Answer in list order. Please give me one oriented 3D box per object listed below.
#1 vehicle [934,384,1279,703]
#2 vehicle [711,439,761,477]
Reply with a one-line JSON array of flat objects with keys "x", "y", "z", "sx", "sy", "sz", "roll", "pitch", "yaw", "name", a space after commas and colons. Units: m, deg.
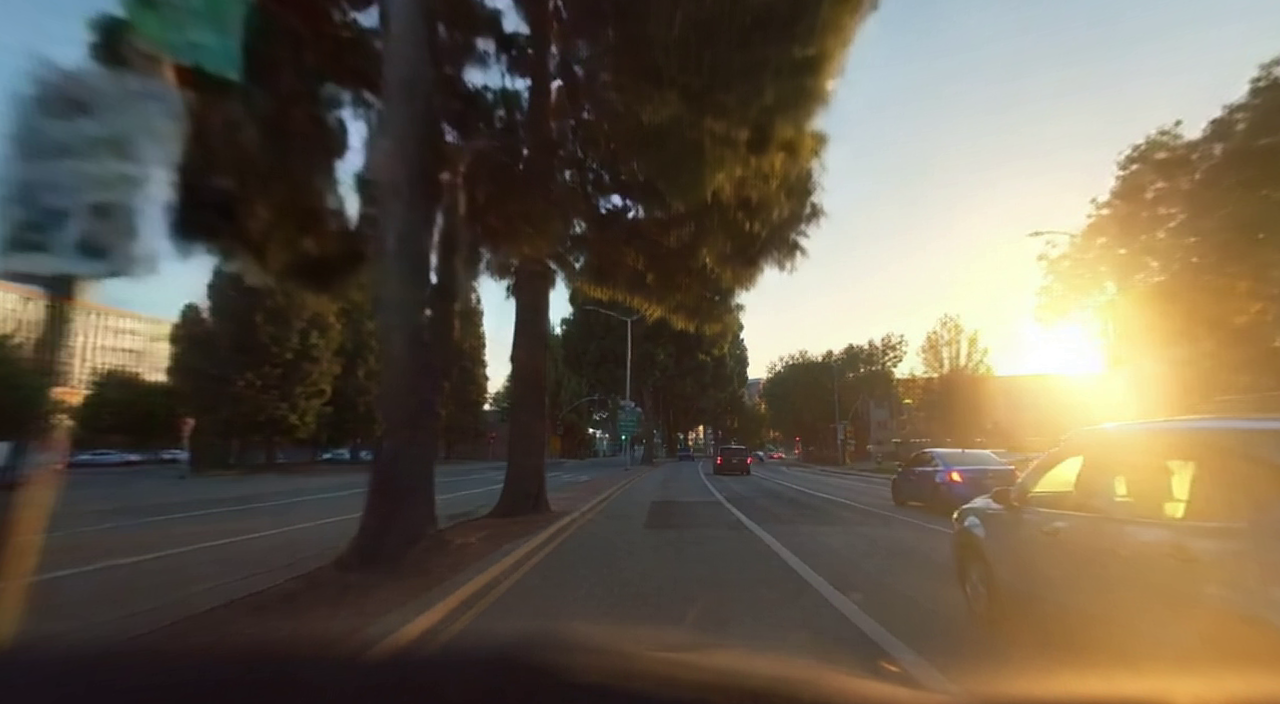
[{"x": 3.554, "y": 1.107, "z": 3.548, "sx": 1.901, "sy": 1.634, "sz": 3.952, "roll": 0, "pitch": -9, "yaw": 1, "name": "vehicle"}, {"x": 4.962, "y": 5.540, "z": 33.207, "sx": 2.154, "sy": 1.844, "sz": 4.634, "roll": -1, "pitch": -9, "yaw": 3, "name": "vehicle"}]
